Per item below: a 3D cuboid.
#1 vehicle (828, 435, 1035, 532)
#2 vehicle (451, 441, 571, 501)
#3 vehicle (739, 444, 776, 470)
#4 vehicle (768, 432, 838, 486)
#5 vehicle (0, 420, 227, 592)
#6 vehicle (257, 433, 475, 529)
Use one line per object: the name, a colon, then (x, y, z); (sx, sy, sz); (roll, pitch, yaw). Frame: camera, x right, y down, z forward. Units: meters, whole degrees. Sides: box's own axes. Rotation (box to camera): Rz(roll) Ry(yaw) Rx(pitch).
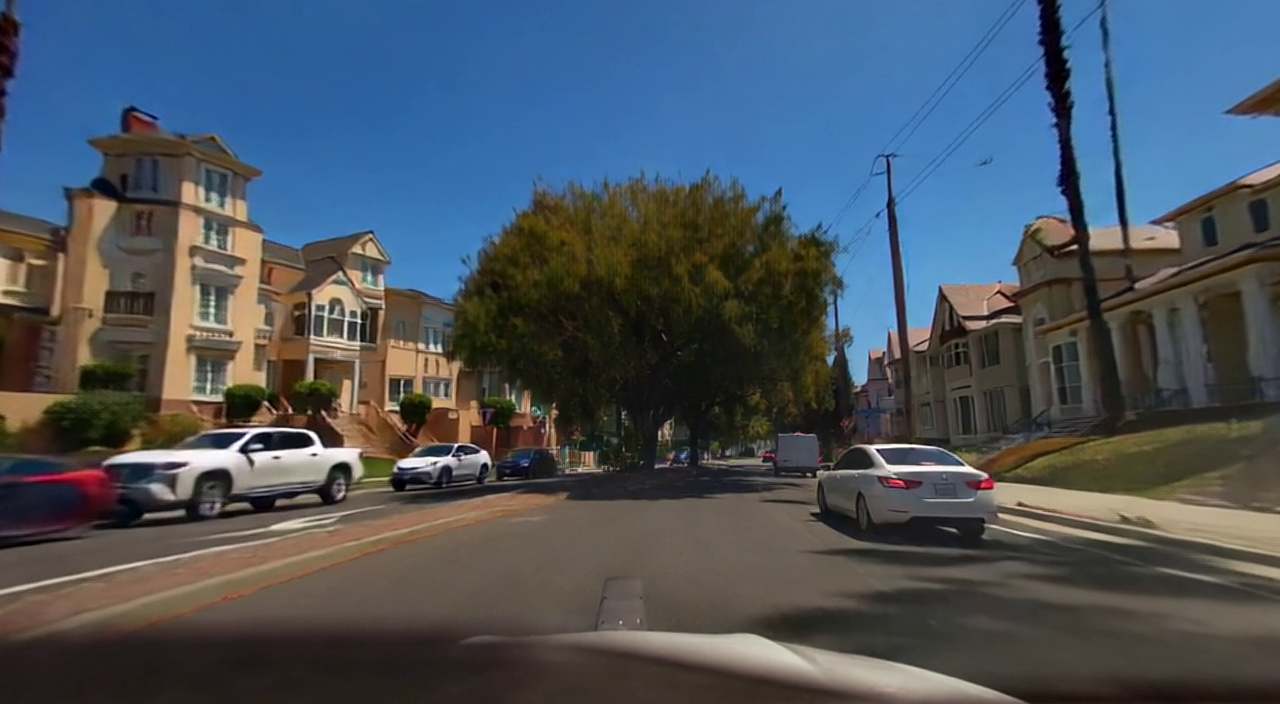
vehicle: (5.433, 2.496, 12.622); (2.096, 1.552, 4.519); (0, -9, 2)
vehicle: (-3.940, 3.710, 20.225); (2.081, 1.453, 4.698); (-4, -6, 11)
vehicle: (7.594, 6.705, 40.582); (1.923, 1.576, 4.026); (-2, -9, 15)
vehicle: (6.647, 4.408, 26.263); (2.109, 2.002, 4.424); (-1, -9, 6)
vehicle: (-6.628, 1.403, 5.894); (1.959, 1.515, 4.668); (-1, -6, 8)
vehicle: (-5.080, 2.413, 12.479); (1.852, 1.498, 4.238); (-4, -8, 11)
